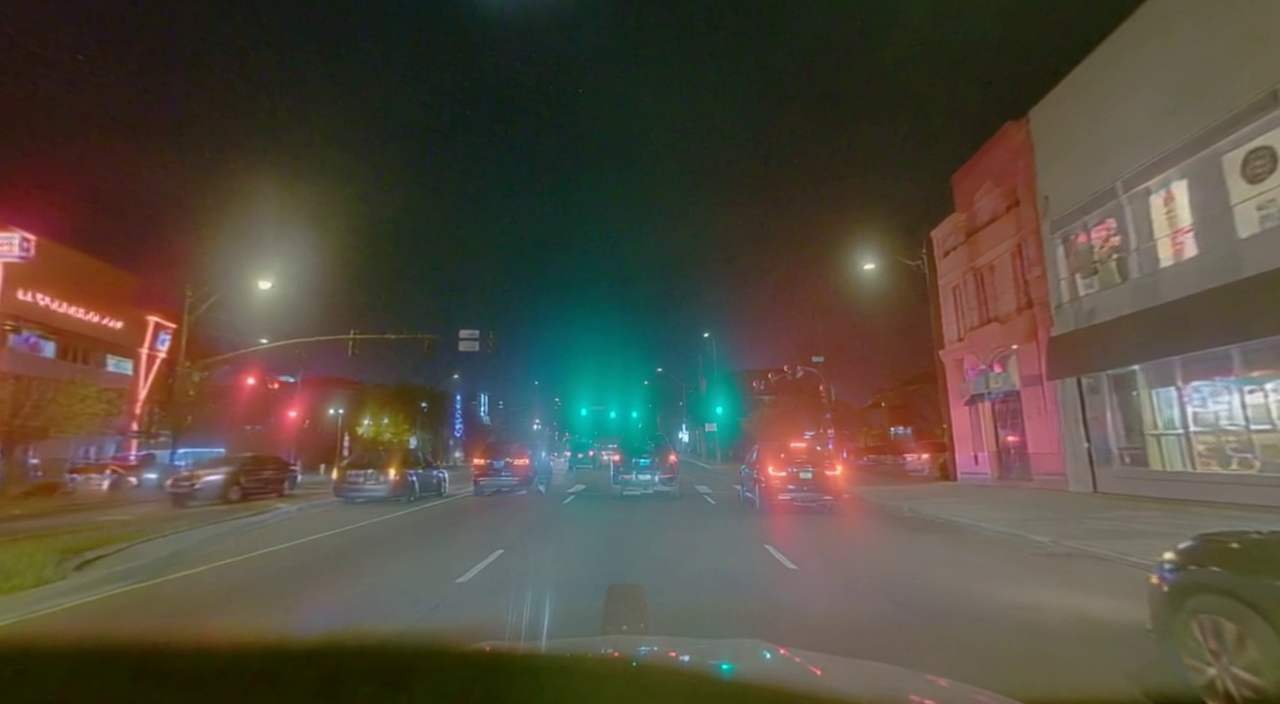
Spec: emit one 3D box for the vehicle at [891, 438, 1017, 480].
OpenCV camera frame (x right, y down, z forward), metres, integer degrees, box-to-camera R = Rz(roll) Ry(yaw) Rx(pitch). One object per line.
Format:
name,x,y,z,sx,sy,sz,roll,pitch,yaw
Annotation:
vehicle,12.189,4.107,24.430,4.566,1.457,1.986,4,-9,-27

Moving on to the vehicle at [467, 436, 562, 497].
vehicle,-3.642,3.395,19.114,1.886,1.599,4.247,0,-8,1

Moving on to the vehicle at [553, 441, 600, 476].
vehicle,-3.182,5.427,32.399,1.894,1.642,3.861,0,-8,1

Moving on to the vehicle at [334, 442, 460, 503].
vehicle,-6.676,3.334,17.888,1.852,1.495,4.211,0,-8,1

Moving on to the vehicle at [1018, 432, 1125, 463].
vehicle,23.012,5.101,33.731,4.236,1.617,1.832,-1,-9,9

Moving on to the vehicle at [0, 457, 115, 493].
vehicle,-29.822,6.245,32.234,4.337,1.690,1.875,-1,-8,5

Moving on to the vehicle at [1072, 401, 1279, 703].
vehicle,3.541,0.818,1.621,1.927,1.498,4.169,0,-8,1

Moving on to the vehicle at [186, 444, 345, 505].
vehicle,-11.404,3.723,19.679,2.077,1.657,4.589,0,-8,1

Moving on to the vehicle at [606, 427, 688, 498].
vehicle,0.206,3.096,18.037,2.075,1.770,4.018,0,-8,1

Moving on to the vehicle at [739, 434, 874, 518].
vehicle,3.337,2.565,13.600,2.030,1.492,4.383,-1,-8,4
